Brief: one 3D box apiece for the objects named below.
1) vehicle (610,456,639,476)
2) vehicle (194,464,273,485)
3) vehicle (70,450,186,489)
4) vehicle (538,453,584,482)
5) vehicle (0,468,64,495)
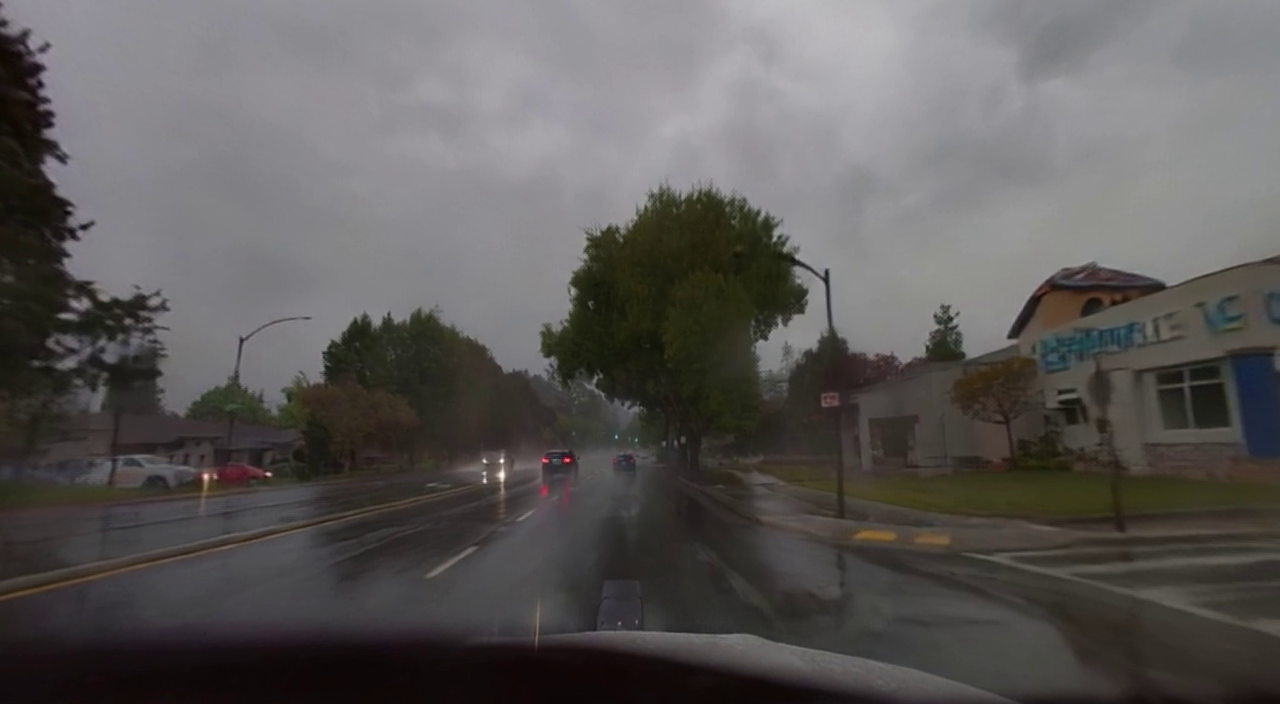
[{"bbox_3d":[-1.196,8.992,49.942,2.187,1.478,4.138,1,-9,0],"label":"vehicle"},{"bbox_3d":[-30.116,9.087,46.704,4.605,1.453,1.809,1,-10,0],"label":"vehicle"},{"bbox_3d":[-30.836,7.103,38.052,4.865,2.217,2.192,1,-9,-3],"label":"vehicle"},{"bbox_3d":[-4.403,6.499,35.620,2.083,1.460,4.527,1,-9,-1],"label":"vehicle"},{"bbox_3d":[-38.126,7.860,38.063,4.495,1.504,2.023,-2,-10,-2],"label":"vehicle"}]
